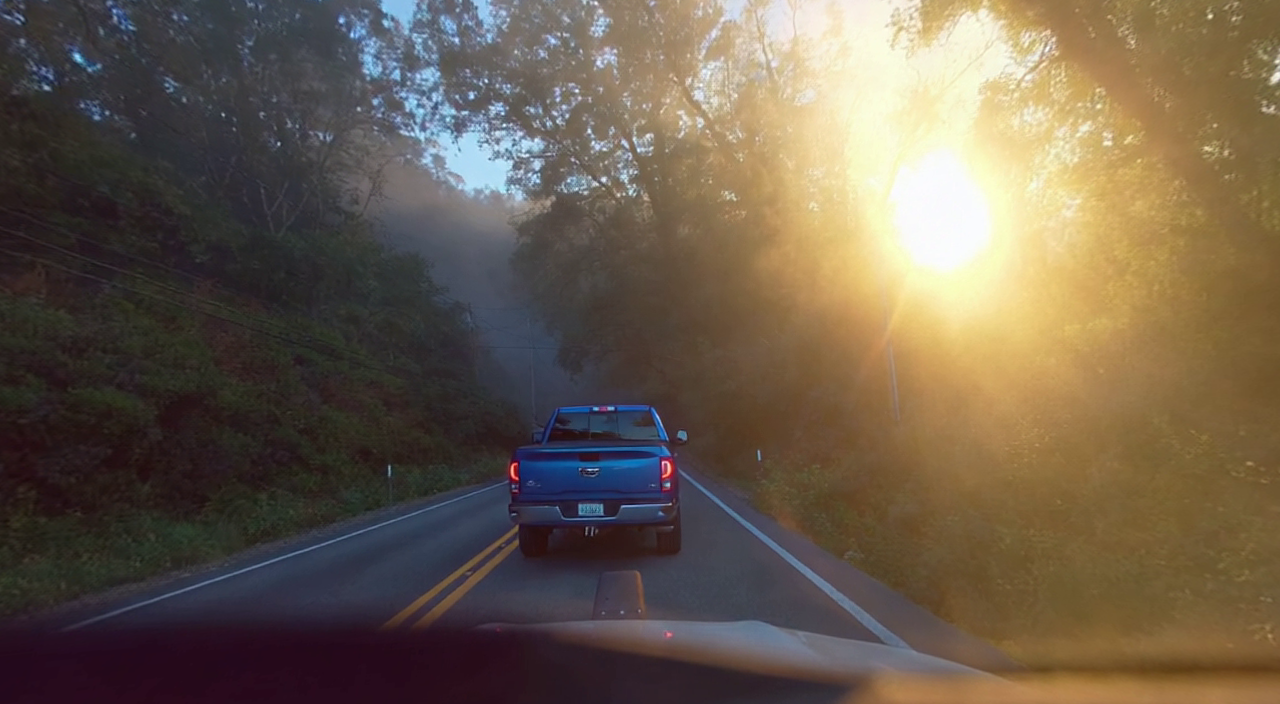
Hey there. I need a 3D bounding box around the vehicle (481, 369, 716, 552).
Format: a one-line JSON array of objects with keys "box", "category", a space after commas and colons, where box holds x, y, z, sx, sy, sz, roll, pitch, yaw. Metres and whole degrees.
[{"box": [-0.532, 1.744, 10.697, 2.837, 2.223, 5.885, 0, -8, -1], "category": "vehicle"}]
